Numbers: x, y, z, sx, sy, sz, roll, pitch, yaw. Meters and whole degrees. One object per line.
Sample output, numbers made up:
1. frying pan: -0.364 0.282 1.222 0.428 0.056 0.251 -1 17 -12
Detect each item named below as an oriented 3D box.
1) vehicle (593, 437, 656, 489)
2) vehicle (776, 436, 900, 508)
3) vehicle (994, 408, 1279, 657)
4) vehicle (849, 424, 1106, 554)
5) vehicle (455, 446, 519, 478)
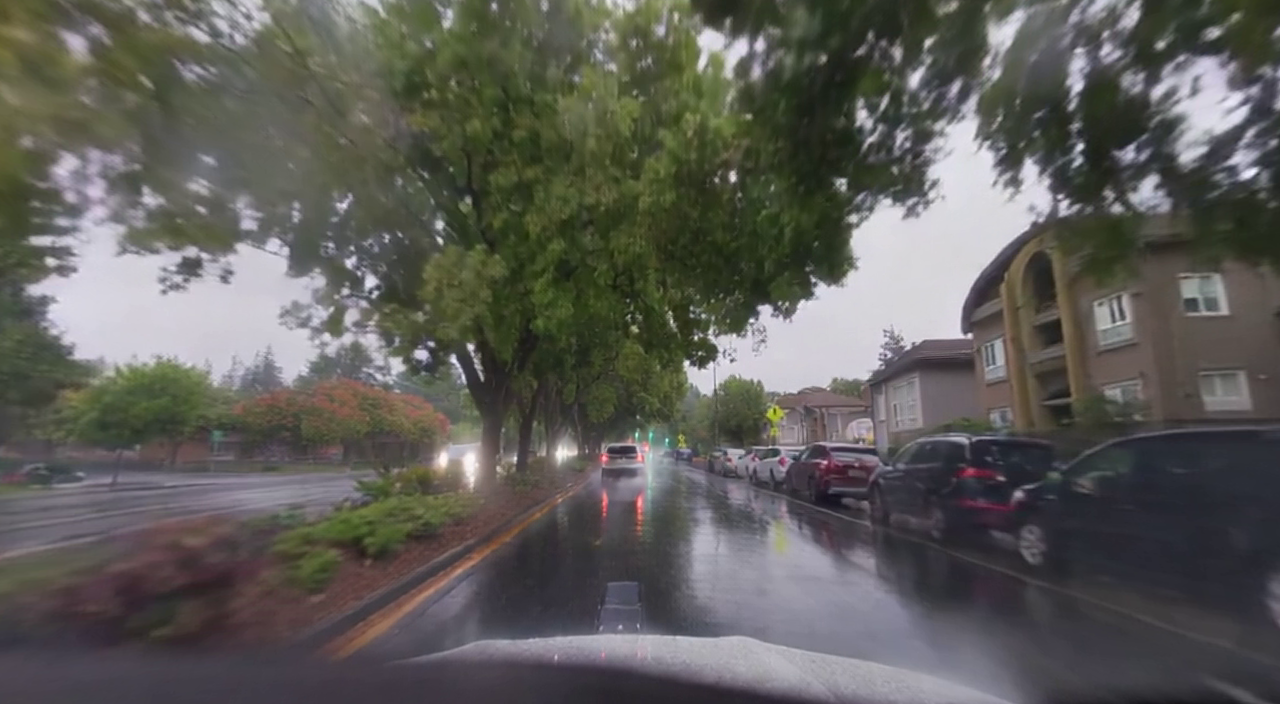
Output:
1. vehicle: -0.550 3.962 22.786 2.070 1.698 3.925 0 -9 -1
2. vehicle: 5.534 3.391 18.360 2.053 1.799 4.446 0 -9 -1
3. vehicle: 5.422 1.406 5.401 2.018 1.708 4.541 0 -9 -2
4. vehicle: 5.570 2.302 11.310 2.026 1.822 4.520 0 -9 -1
5. vehicle: -7.611 5.517 32.033 2.105 1.474 4.808 0 -9 -1
